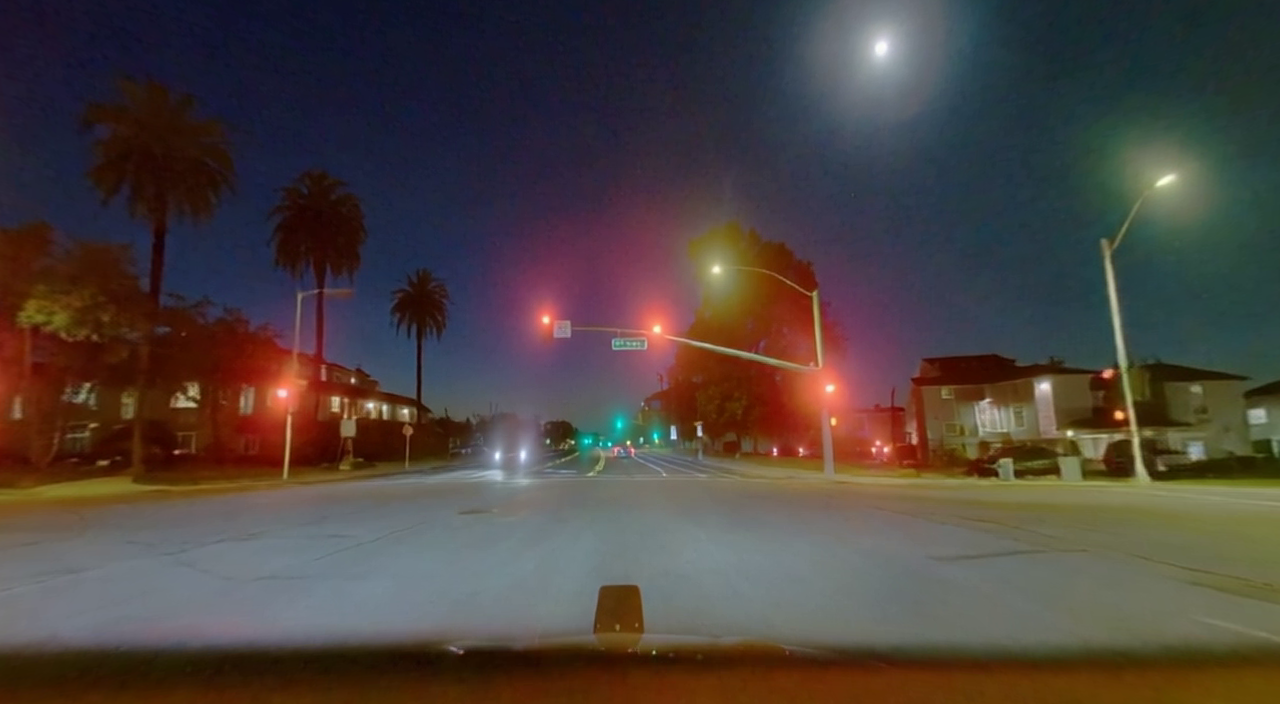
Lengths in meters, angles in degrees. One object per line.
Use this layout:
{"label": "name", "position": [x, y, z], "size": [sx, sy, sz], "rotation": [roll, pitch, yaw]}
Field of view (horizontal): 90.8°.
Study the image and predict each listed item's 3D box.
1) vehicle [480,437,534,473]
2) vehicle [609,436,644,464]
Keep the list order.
{"label": "vehicle", "position": [-6.724, 5.215, 32.286], "size": [1.983, 1.684, 3.938], "rotation": [0, -8, -1]}
{"label": "vehicle", "position": [-1.017, 6.896, 44.450], "size": [2.248, 1.833, 4.798], "rotation": [0, -8, -3]}
